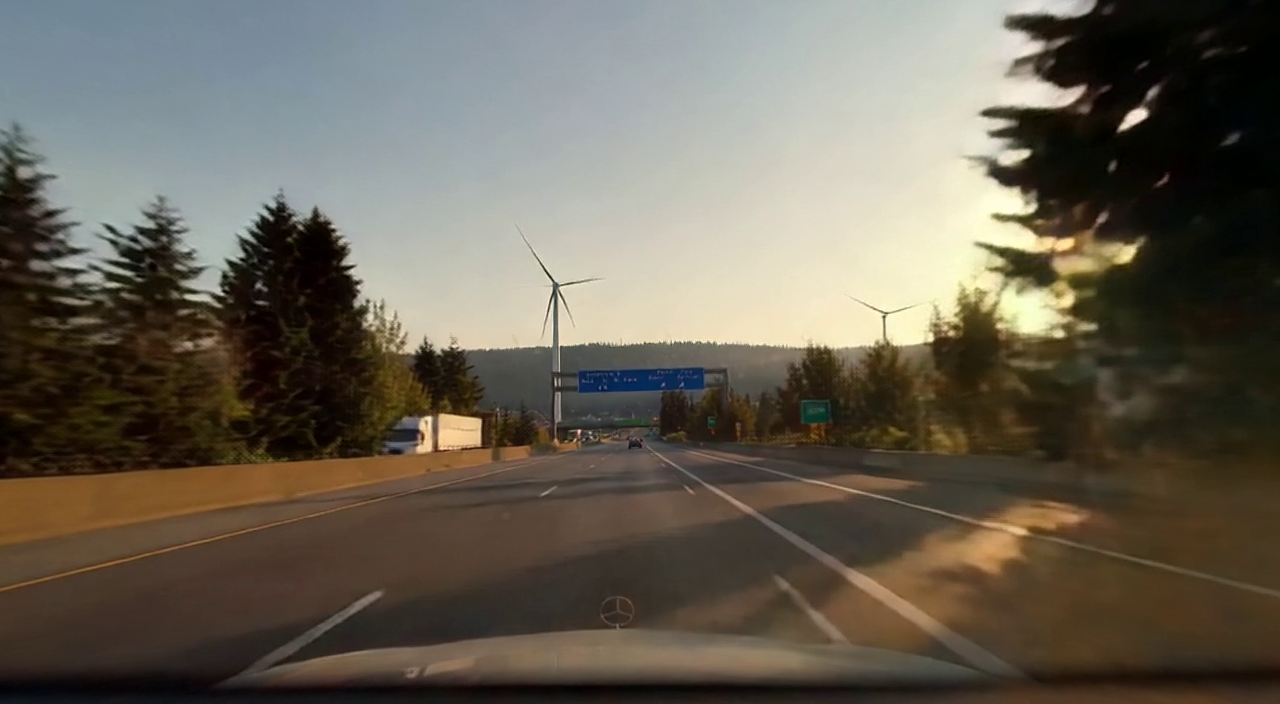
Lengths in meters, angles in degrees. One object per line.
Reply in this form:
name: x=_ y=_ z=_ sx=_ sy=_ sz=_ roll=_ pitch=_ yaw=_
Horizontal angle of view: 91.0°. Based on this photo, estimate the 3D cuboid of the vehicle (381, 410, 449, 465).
vehicle: x=-17.195 y=6.614 z=48.561 sx=3.021 sy=3.900 sz=5.847 roll=0 pitch=-8 yaw=-1
